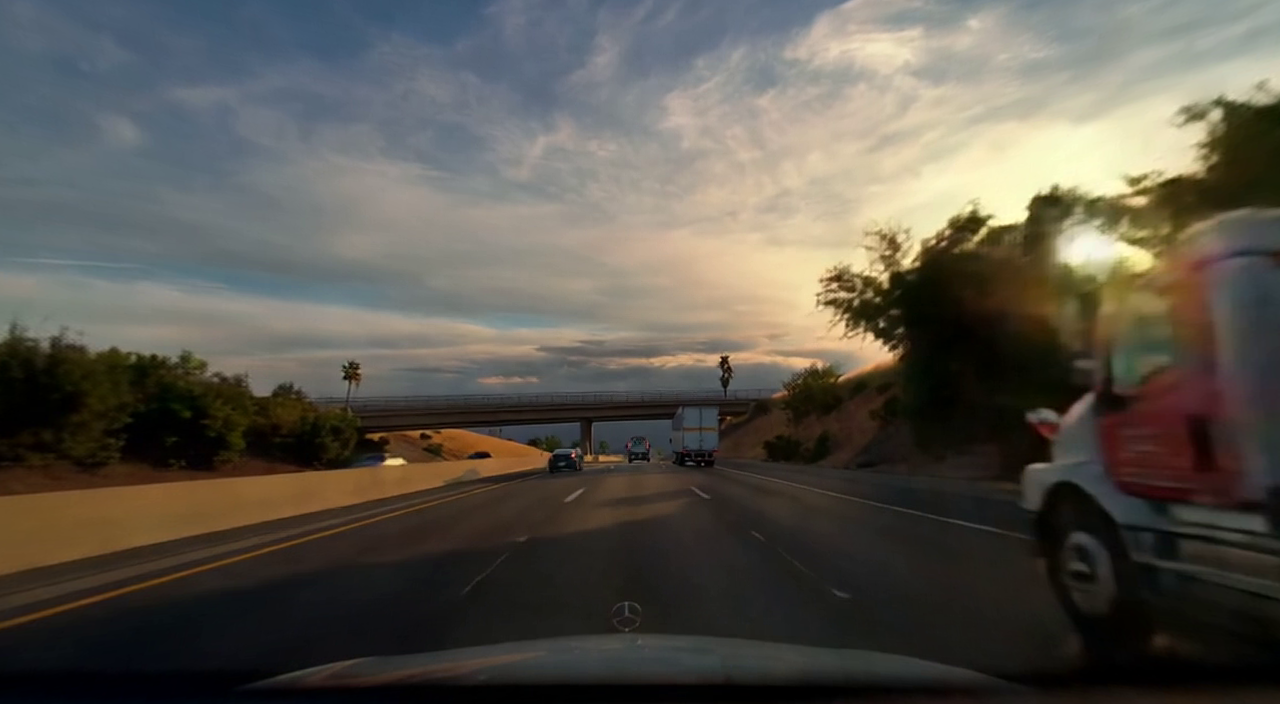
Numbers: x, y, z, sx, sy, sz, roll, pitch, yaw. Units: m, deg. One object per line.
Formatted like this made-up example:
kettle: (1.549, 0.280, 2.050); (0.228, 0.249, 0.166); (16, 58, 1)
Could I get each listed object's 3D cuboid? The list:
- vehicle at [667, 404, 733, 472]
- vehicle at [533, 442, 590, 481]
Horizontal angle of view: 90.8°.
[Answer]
vehicle: (3.934, 6.434, 46.118); (3.131, 4.037, 16.729); (0, -9, 0)
vehicle: (-3.482, 4.938, 28.724); (2.007, 1.647, 3.854); (0, -9, 1)
